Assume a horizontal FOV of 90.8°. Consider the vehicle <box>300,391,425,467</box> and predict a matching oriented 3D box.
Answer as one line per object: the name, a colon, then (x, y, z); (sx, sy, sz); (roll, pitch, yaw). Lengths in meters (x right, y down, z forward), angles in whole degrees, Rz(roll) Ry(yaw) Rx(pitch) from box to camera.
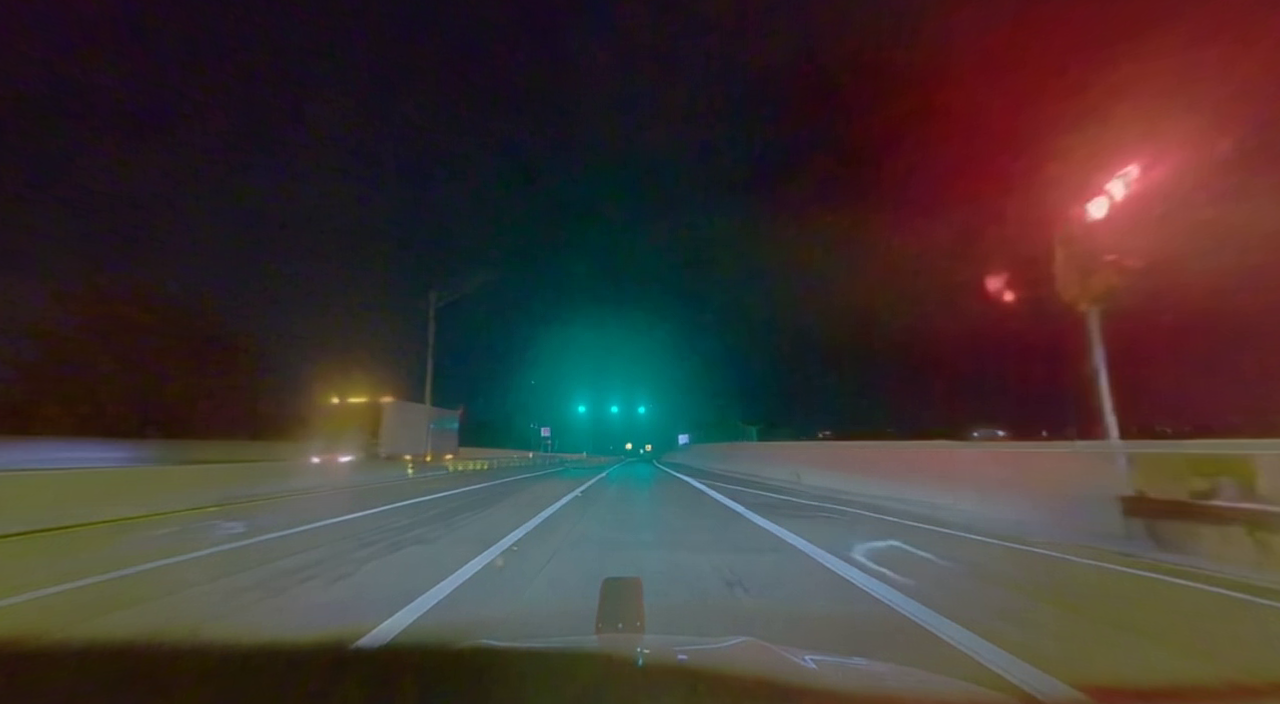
vehicle: (-15.898, 4.702, 37.388); (2.962, 3.855, 10.399); (0, -9, -2)
